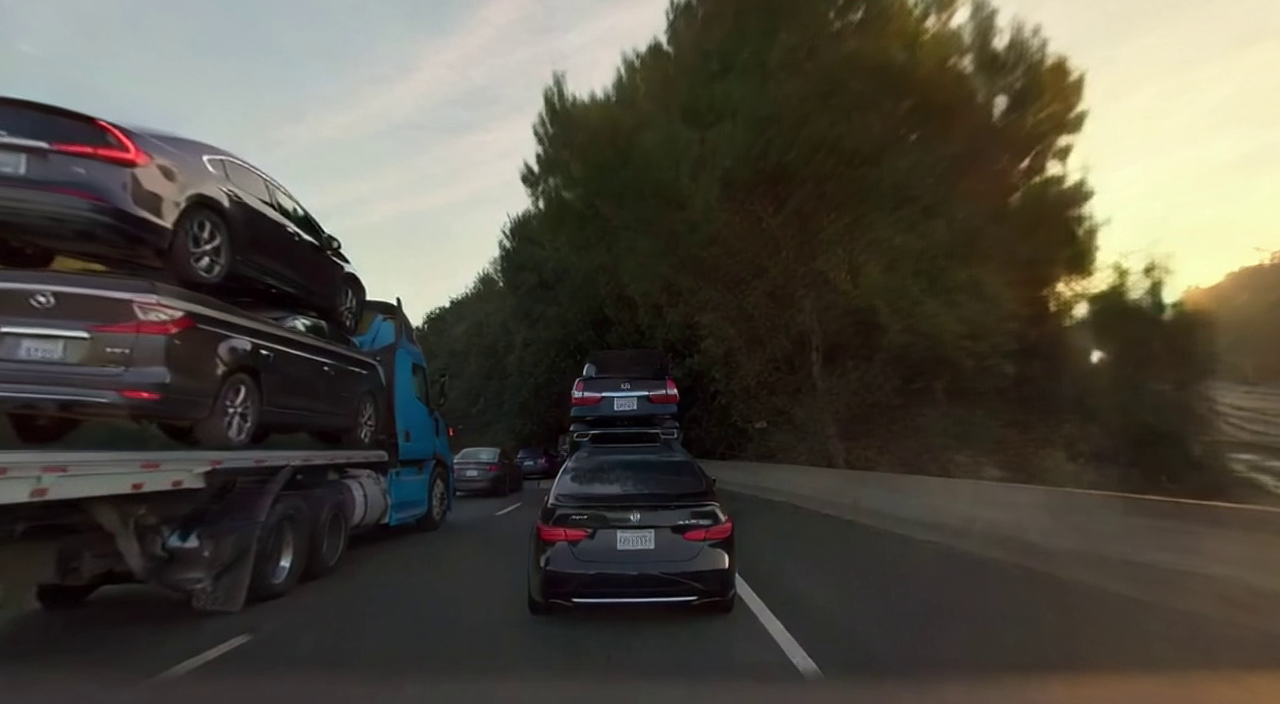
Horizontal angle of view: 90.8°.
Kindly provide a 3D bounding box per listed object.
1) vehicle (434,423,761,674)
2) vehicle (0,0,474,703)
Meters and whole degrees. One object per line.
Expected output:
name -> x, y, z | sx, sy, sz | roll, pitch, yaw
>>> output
vehicle -> -0.277, 1.468, 5.634 | 1.991, 1.507, 3.391 | 0, -9, -1
vehicle -> -4.566, 0.123, 4.735 | 2.836, 4.059, 14.286 | 0, -9, 0
